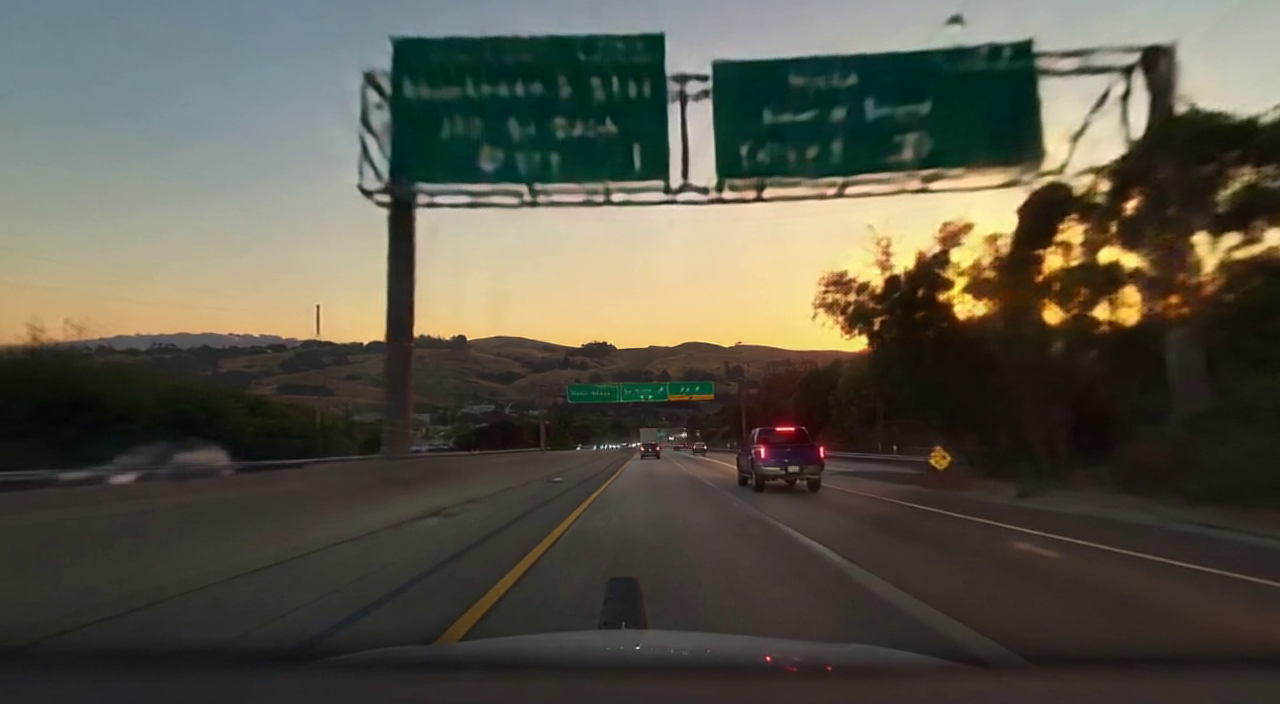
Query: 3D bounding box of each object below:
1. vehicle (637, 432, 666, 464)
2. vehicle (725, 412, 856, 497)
[{"bbox_3d":[0.884,7.372,48.570,2.099,2.260,4.899,0,-8,0],"label":"vehicle"},{"bbox_3d":[4.251,3.056,19.105,2.594,2.155,5.670,-1,-8,1],"label":"vehicle"}]
